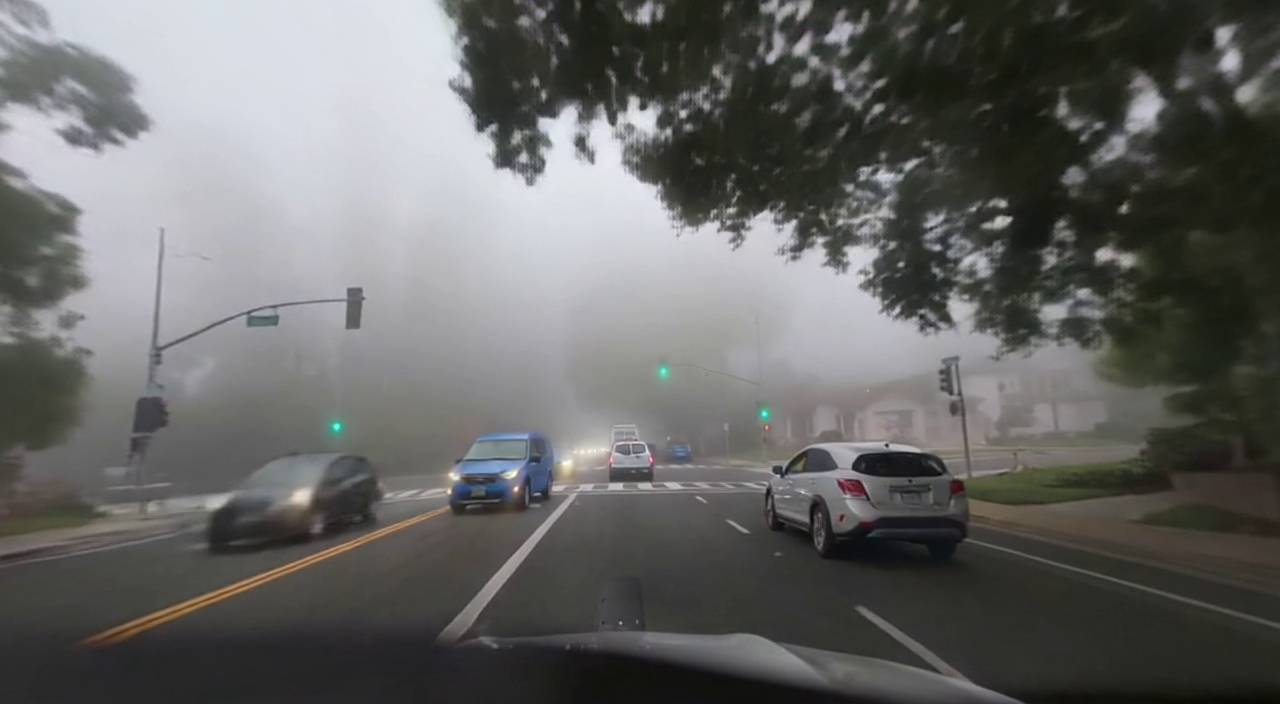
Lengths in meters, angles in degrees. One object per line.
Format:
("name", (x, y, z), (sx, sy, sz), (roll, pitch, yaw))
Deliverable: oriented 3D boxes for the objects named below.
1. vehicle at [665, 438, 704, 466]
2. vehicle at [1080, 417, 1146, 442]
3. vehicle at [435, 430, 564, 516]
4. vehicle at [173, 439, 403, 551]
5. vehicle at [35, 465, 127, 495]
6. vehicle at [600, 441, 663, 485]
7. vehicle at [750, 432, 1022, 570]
("vehicle", (3.129, 7.168, 45.404), (2.187, 1.847, 4.553), (0, -8, -3))
("vehicle", (33.493, 5.526, 44.867), (1.891, 1.644, 3.671), (-1, -8, 1))
("vehicle", (-3.202, 2.881, 15.747), (2.083, 1.741, 5.530), (0, -8, -1))
("vehicle", (-6.107, 2.475, 11.662), (2.051, 1.663, 4.031), (0, -8, -3))
("vehicle", (-37.640, 8.590, 42.730), (1.876, 1.763, 4.515), (-1, -9, 4))
("vehicle", (-0.363, 4.058, 23.477), (2.114, 1.483, 4.207), (0, -8, -2))
("vehicle", (3.015, 1.916, 8.988), (1.973, 1.447, 4.402), (0, -8, -2))
